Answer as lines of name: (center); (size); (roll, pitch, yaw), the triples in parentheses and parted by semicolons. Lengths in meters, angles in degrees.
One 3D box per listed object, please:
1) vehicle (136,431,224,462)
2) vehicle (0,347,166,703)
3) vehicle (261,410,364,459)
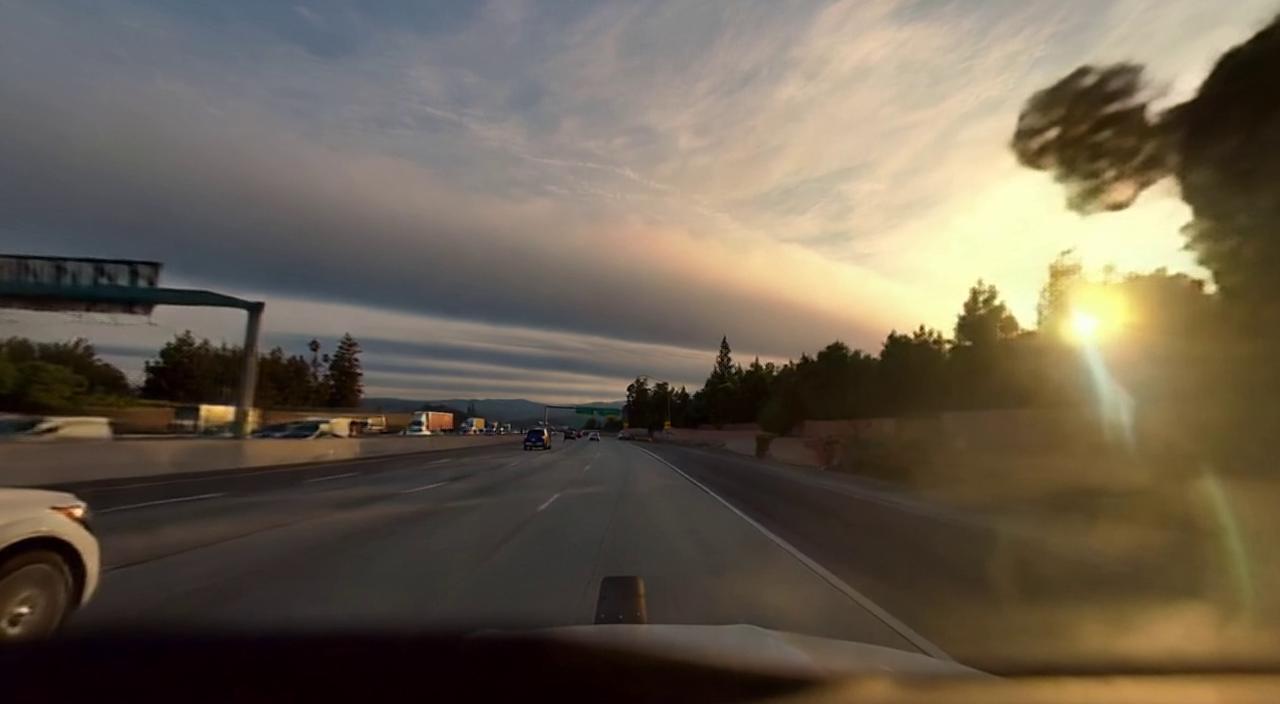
vehicle: (-22.316, 4.571, 30.745); (1.743, 1.400, 3.431); (0, -8, -2)
vehicle: (-3.934, 0.632, 1.560); (2.187, 1.639, 4.318); (0, -8, -1)
vehicle: (-18.600, 4.768, 36.321); (2.415, 2.528, 6.726); (0, -8, -2)
